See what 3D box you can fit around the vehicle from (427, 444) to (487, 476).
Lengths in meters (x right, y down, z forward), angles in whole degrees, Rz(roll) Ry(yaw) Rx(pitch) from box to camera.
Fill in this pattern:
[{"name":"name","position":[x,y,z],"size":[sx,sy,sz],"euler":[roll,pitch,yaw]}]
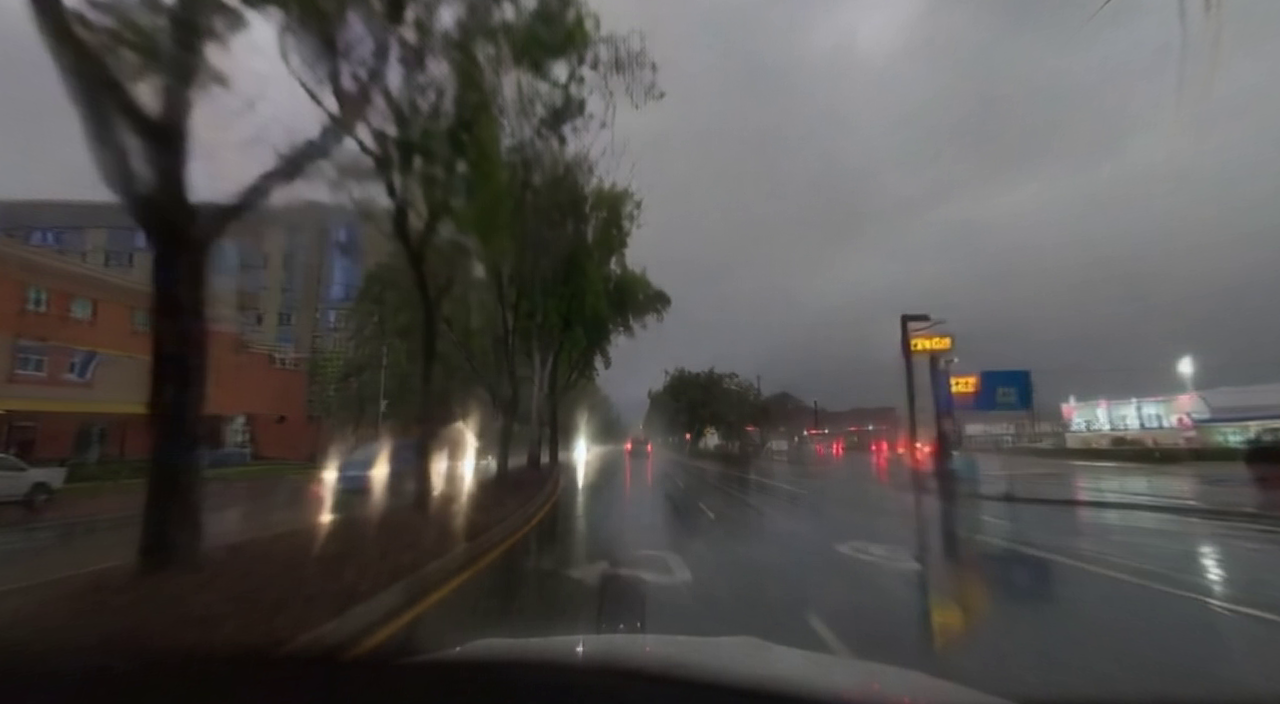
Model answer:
[{"name":"vehicle","position":[-11.016,6.514,38.353],"size":[2.112,1.809,4.921],"euler":[-1,-9,1]}]

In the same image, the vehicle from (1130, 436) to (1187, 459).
[{"name":"vehicle","position":[38.424,7.084,46.894],"size":[1.825,1.627,4.293],"euler":[-4,-9,20]}]

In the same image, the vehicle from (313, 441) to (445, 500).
[{"name":"vehicle","position":[-7.416,3.404,18.541],"size":[1.999,1.478,4.441],"euler":[-1,-9,0]}]
